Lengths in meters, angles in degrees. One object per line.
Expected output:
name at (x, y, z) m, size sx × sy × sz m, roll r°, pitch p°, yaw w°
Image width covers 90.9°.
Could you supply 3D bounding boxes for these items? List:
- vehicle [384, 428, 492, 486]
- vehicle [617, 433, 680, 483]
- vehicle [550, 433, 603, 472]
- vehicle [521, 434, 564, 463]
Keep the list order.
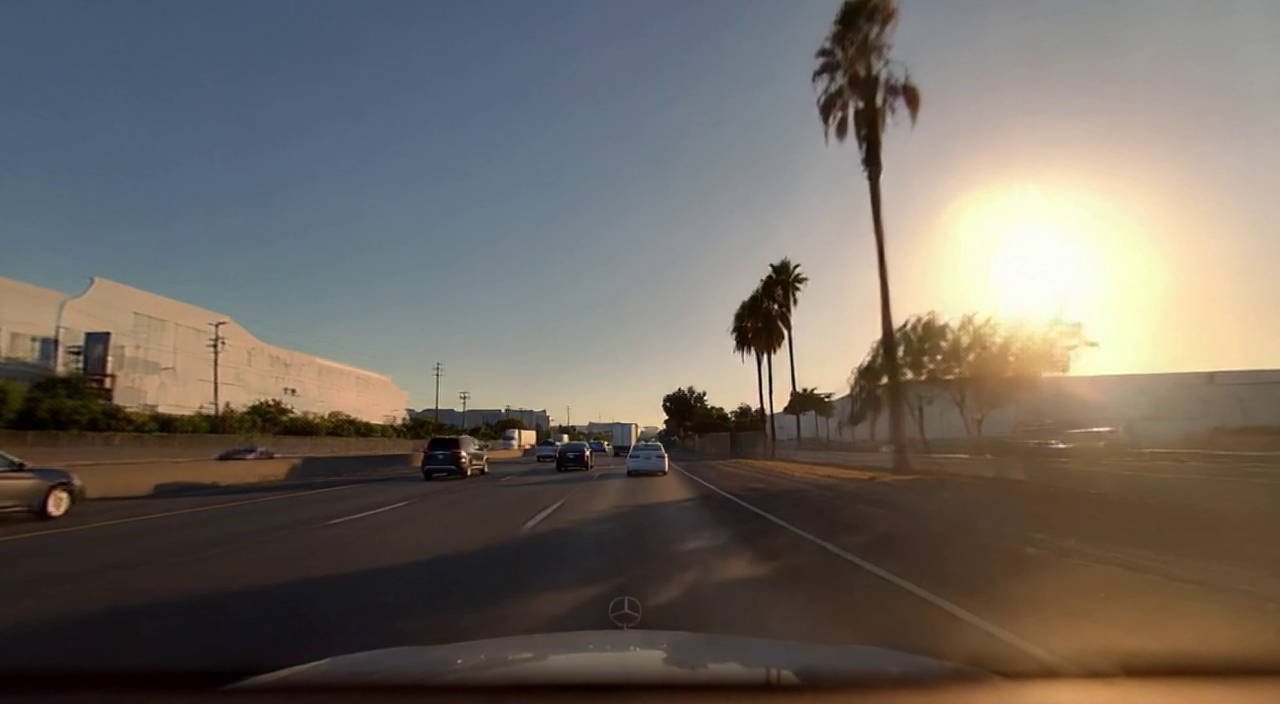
vehicle at (-6.874, 3.622, 22.084) m, size 2.105 × 1.790 × 4.689 m, roll 0°, pitch -8°, yaw 2°
vehicle at (0.293, 3.881, 23.429) m, size 2.136 × 1.678 × 4.052 m, roll 0°, pitch -8°, yaw 0°
vehicle at (-3.154, 5.103, 32.177) m, size 2.108 × 1.832 × 4.549 m, roll 0°, pitch -8°, yaw 1°
vehicle at (-6.842, 6.822, 44.681) m, size 2.085 × 1.932 × 4.967 m, roll -1°, pitch -8°, yaw 2°
